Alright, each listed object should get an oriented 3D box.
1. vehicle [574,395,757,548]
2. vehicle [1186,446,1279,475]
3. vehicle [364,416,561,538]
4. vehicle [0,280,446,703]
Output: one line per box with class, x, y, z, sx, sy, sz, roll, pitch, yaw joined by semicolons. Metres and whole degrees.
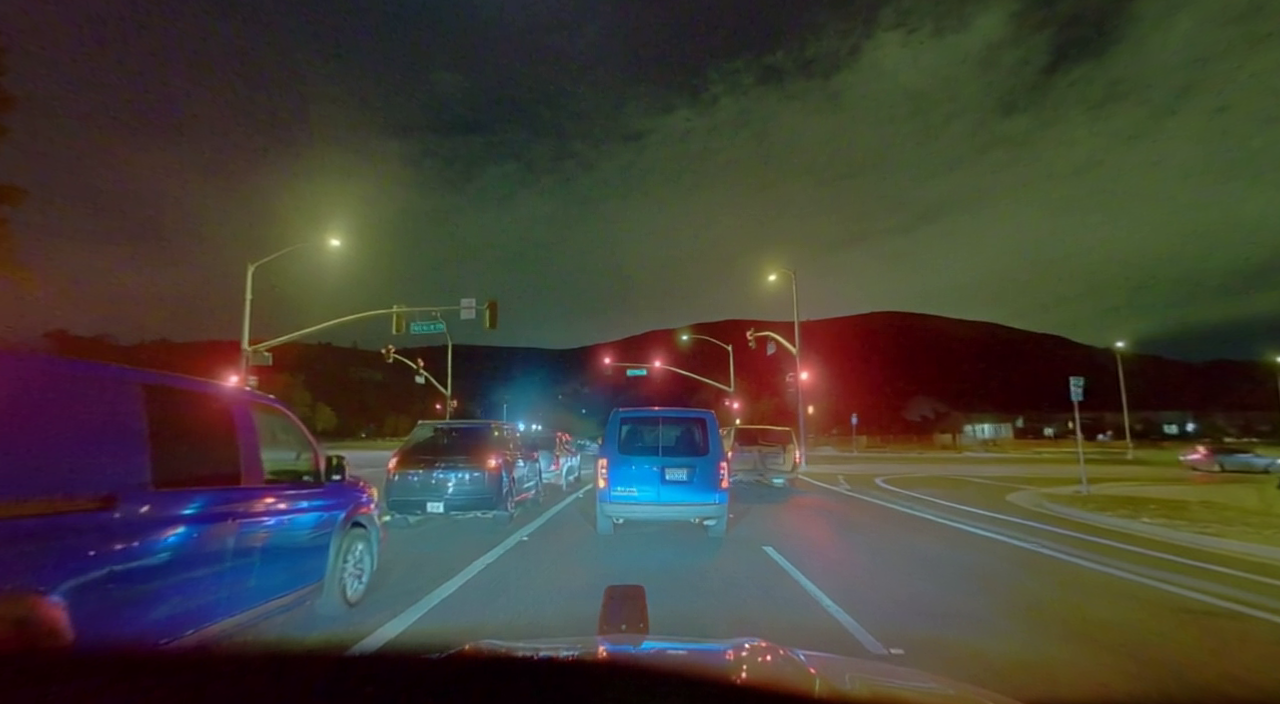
vehicle;0.295;1.758;9.813;2.185;1.822;4.391;0;-8;0
vehicle;31.881;5.659;33.049;4.696;1.461;1.810;0;-8;1
vehicle;-2.682;2.021;10.779;1.972;1.642;4.372;0;-8;2
vehicle;-2.798;0.893;3.047;2.131;1.783;4.540;0;-8;2
